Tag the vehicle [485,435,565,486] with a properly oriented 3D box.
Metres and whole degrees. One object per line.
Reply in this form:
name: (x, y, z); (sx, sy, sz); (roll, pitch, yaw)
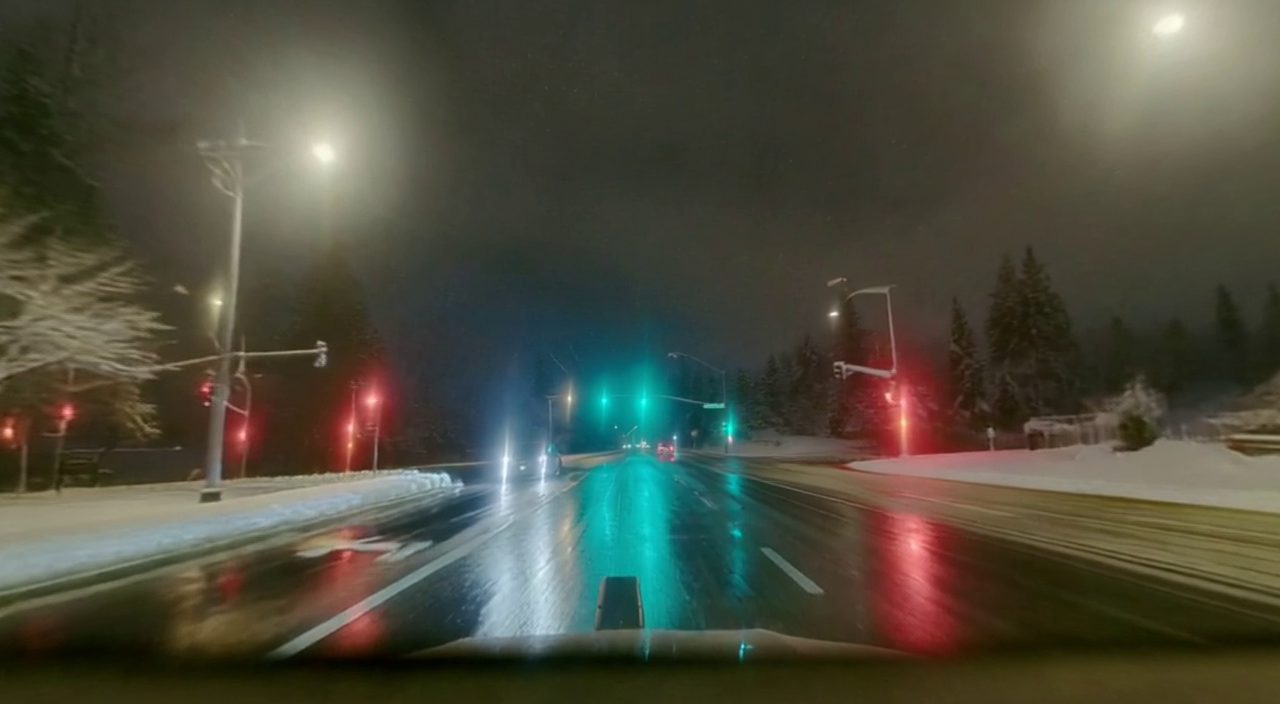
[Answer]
vehicle: (-4.248, 4.090, 24.186); (2.156, 1.722, 4.484); (-1, -8, 1)
